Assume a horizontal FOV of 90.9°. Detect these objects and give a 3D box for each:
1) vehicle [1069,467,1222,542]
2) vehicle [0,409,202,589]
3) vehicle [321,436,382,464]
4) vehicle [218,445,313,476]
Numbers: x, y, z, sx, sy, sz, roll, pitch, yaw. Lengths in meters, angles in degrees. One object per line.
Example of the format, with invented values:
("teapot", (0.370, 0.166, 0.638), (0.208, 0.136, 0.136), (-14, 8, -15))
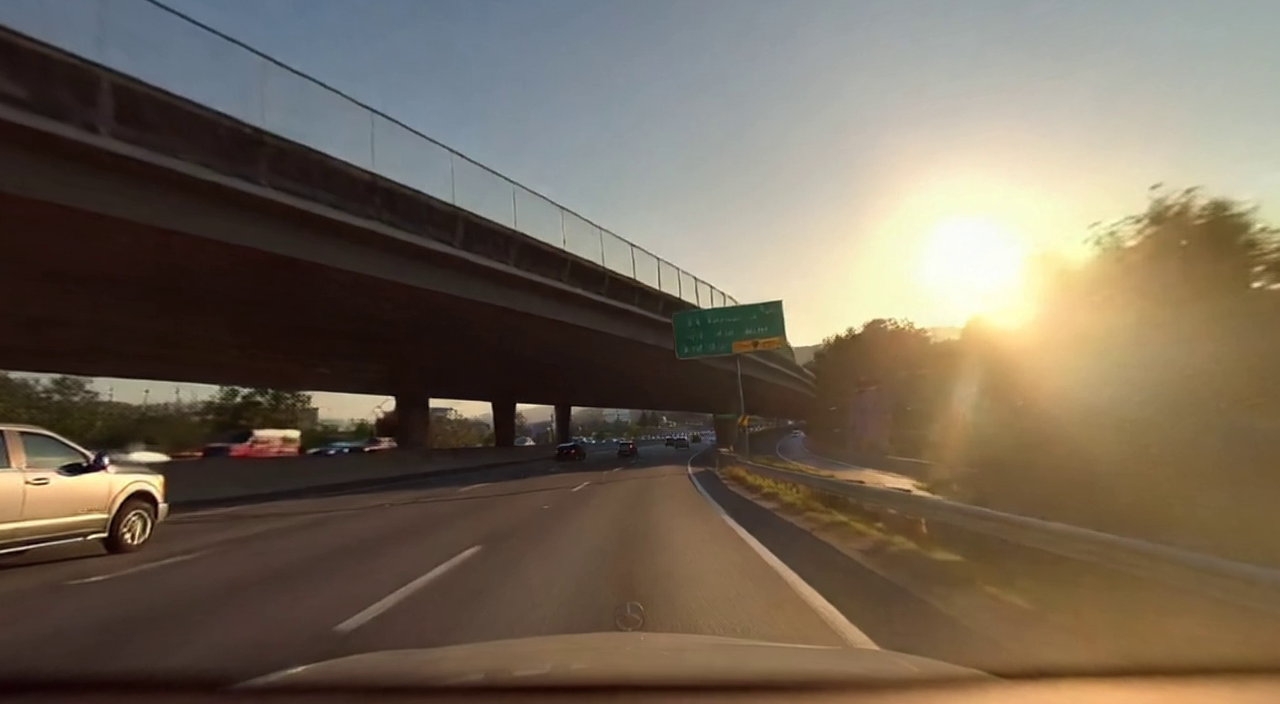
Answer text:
("vehicle", (27.260, 8.164, 34.549), (2.749, 3.380, 6.690), (0, -8, 1))
("vehicle", (-6.806, 1.359, 5.876), (1.923, 1.630, 4.857), (0, -8, 1))
("vehicle", (-21.373, 7.288, 46.999), (1.974, 1.907, 4.816), (-1, -8, 5))
("vehicle", (-18.835, 5.430, 31.988), (1.906, 1.444, 4.365), (-1, -8, 4))
